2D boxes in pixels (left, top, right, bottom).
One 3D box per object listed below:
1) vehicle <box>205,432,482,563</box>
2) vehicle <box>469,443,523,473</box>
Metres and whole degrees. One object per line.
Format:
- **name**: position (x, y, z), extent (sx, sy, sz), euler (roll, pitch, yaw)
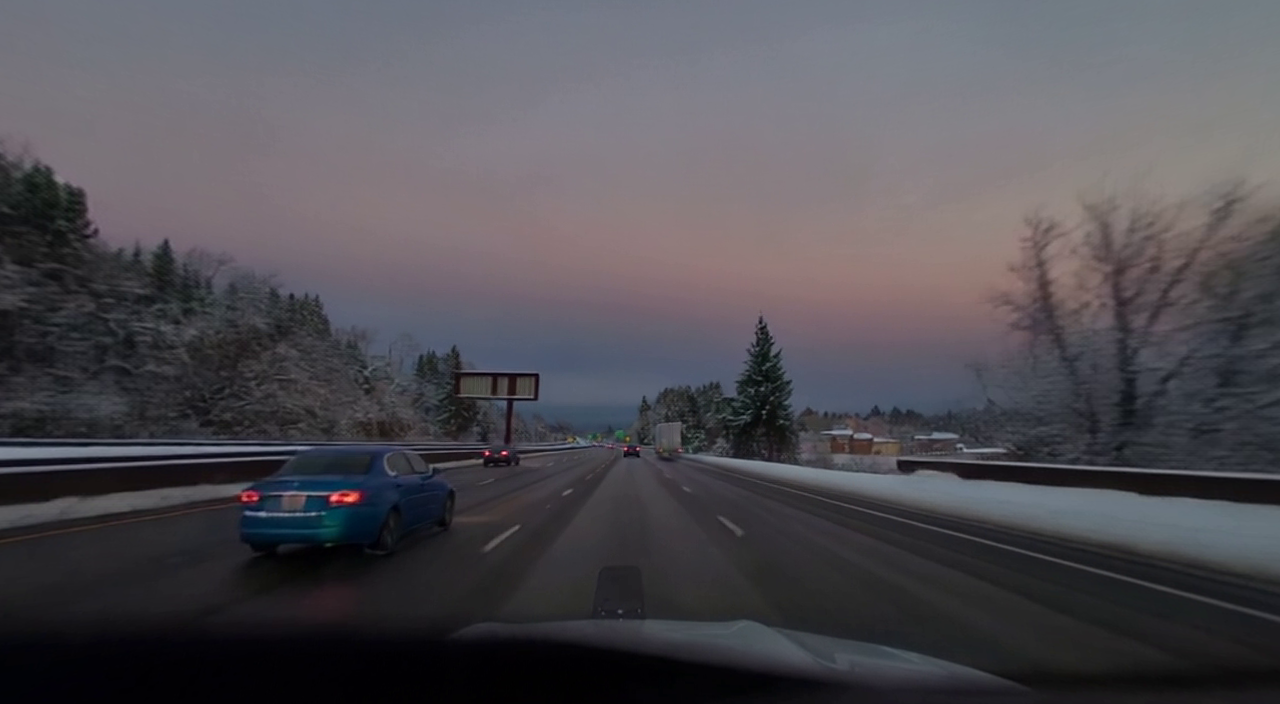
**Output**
- **vehicle**: position (-3.987, 2.016, 9.537), extent (2.090, 1.487, 4.276), euler (0, -9, 0)
- **vehicle**: position (-7.519, 5.567, 33.411), extent (1.915, 1.479, 3.843), euler (-1, -9, 0)
